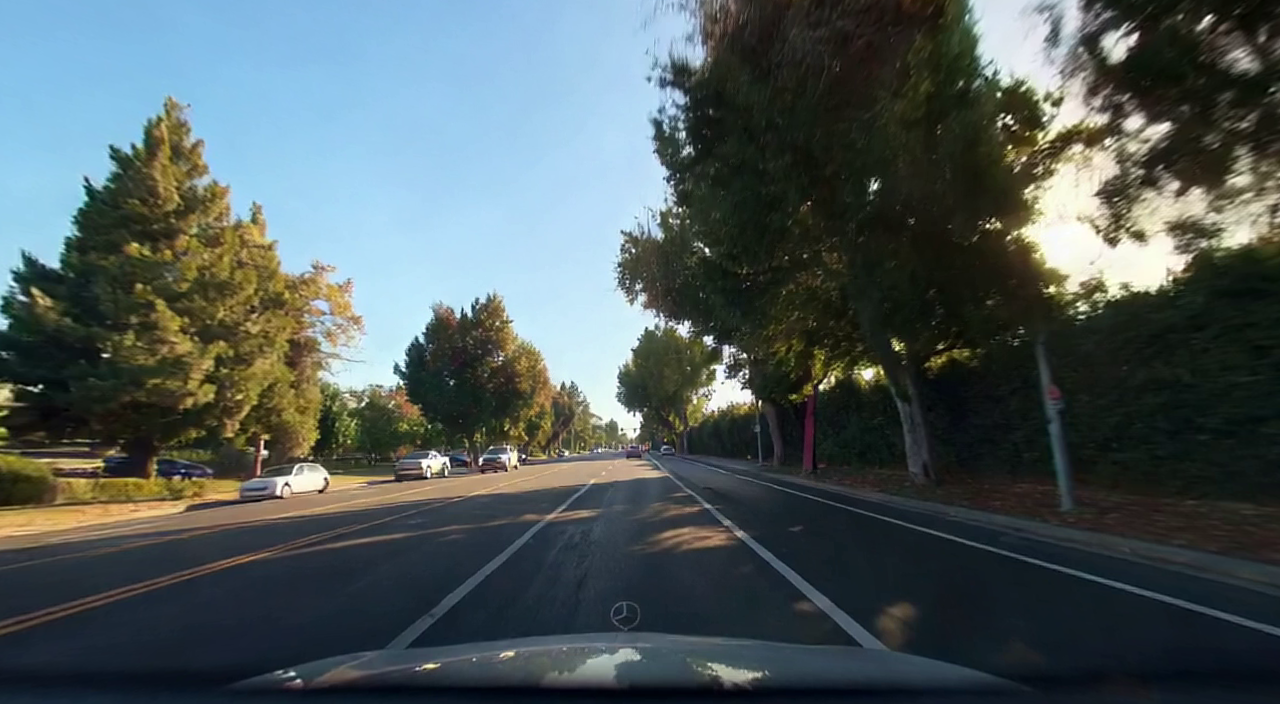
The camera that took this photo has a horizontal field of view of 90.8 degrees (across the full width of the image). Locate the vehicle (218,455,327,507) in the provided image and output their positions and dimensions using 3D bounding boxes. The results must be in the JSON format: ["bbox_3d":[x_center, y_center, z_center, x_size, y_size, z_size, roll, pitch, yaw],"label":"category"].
[{"bbox_3d":[-14.547,5.080,25.330,2.054,1.630,4.211,-4,-7,-3],"label":"vehicle"}]

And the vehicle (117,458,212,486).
[{"bbox_3d":[-26.834,6.760,35.692,4.284,1.431,1.878,-3,-9,14],"label":"vehicle"}]

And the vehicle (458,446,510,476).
[{"bbox_3d":[-10.061,7.086,41.300,2.110,1.811,5.190,-1,-9,0],"label":"vehicle"}]

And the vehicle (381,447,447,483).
[{"bbox_3d":[-14.439,7.201,40.750,2.251,1.972,5.672,-4,-8,-1],"label":"vehicle"}]
